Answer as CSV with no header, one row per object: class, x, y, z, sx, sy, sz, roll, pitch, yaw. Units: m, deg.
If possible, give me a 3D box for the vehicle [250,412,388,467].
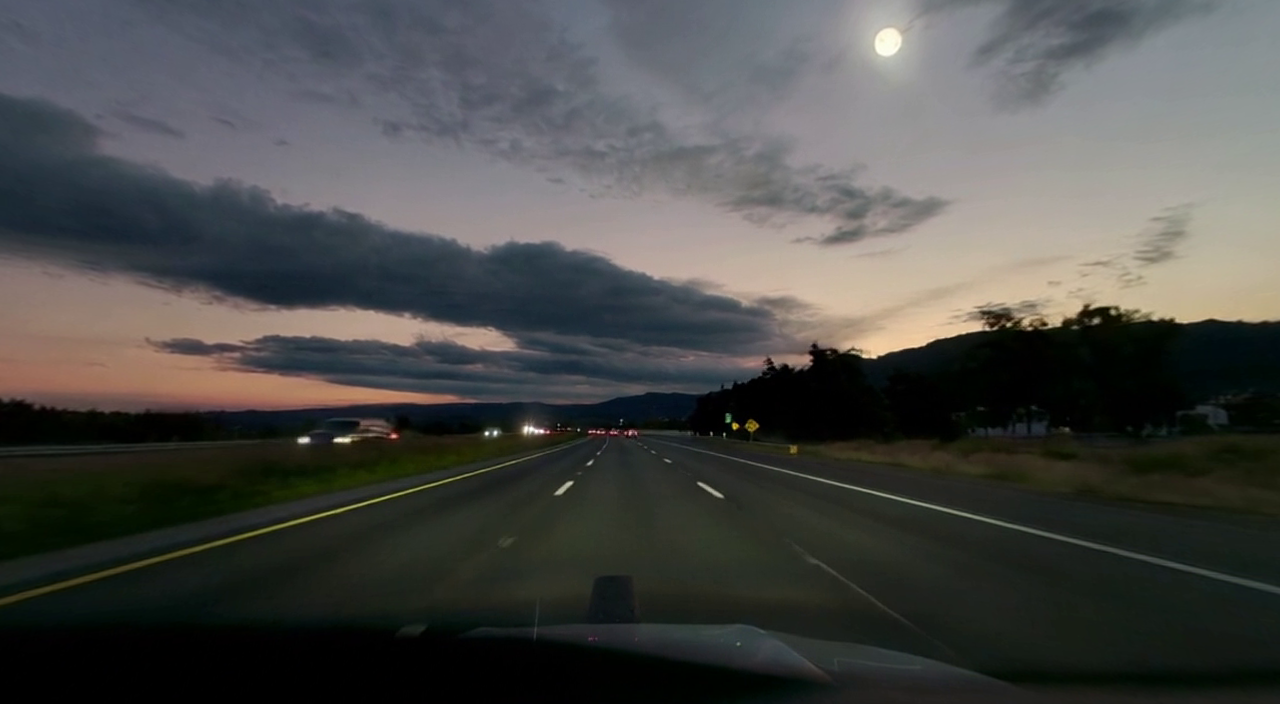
vehicle,-12.529,3.499,25.278,2.572,1.914,5.882,0,-8,-2
